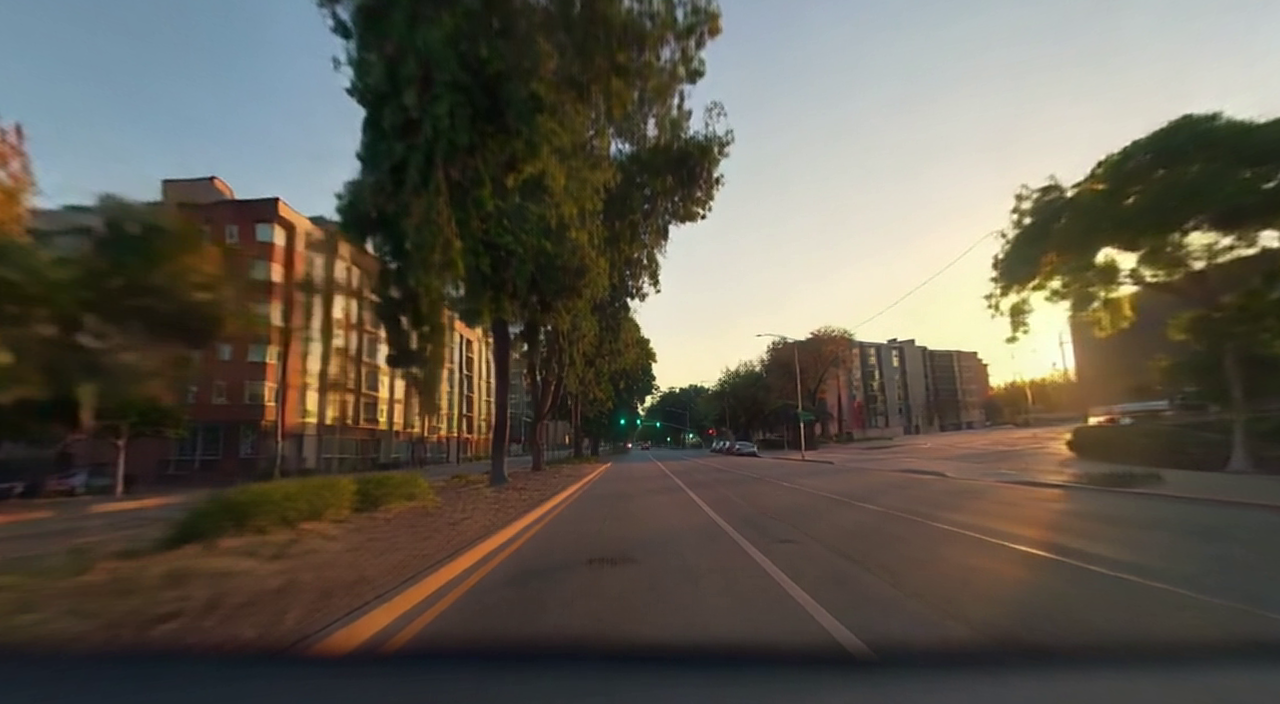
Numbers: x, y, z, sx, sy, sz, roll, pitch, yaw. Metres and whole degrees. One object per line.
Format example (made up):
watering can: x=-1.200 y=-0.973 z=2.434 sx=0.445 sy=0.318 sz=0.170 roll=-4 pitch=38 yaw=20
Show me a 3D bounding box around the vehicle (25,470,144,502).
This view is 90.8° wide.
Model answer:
vehicle: x=-32.359 y=7.802 z=37.046 sx=1.807 sy=1.568 sz=4.997 roll=-3 pitch=-9 yaw=12
